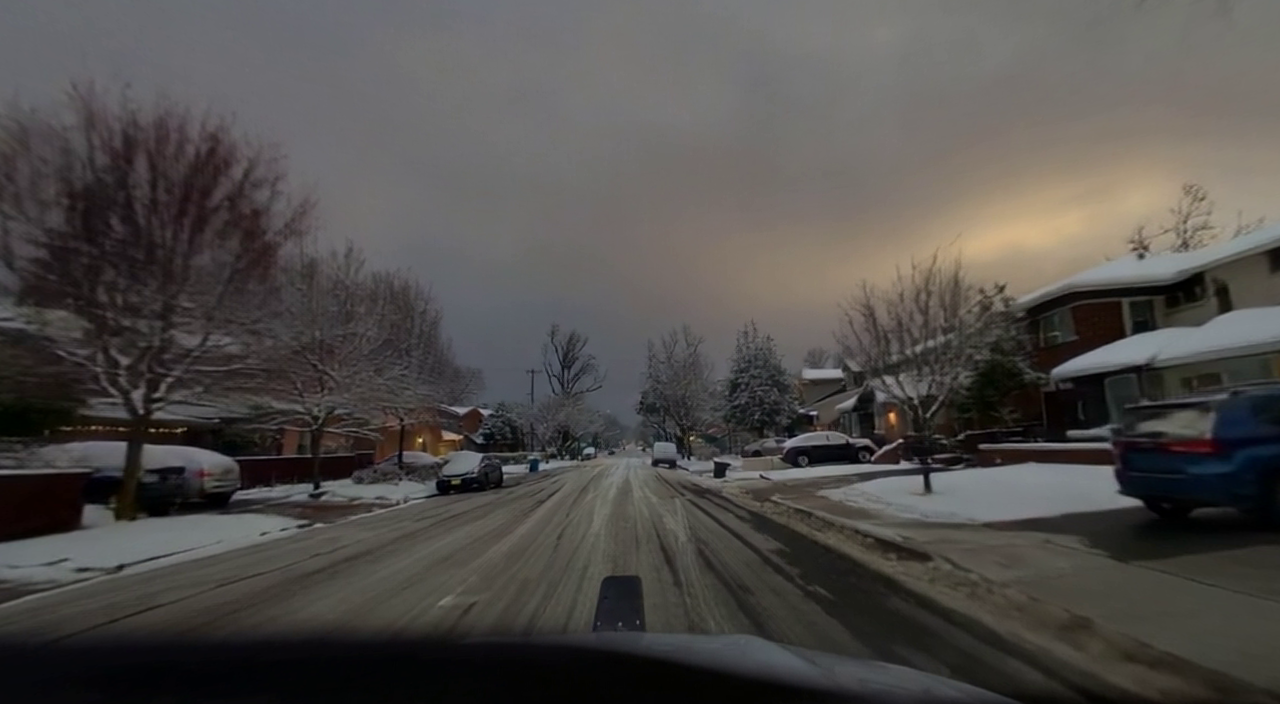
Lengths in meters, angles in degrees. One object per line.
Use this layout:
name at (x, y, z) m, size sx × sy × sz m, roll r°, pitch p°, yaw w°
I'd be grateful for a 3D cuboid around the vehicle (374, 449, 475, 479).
vehicle at (-12.068, 6.301, 35.593) m, size 4.972 × 1.623 × 1.884 m, roll 0°, pitch -9°, yaw 1°

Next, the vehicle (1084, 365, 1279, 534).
vehicle at (8.190, 1.108, 7.404) m, size 4.492 × 1.691 × 1.918 m, roll 0°, pitch -9°, yaw -2°

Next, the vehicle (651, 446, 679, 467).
vehicle at (1.835, 7.827, 47.407) m, size 2.022 × 1.483 × 4.565 m, roll 0°, pitch -9°, yaw 1°

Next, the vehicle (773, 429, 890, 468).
vehicle at (8.534, 4.346, 28.389) m, size 4.599 × 1.652 × 1.903 m, roll 0°, pitch -9°, yaw -3°

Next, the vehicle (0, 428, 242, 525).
vehicle at (-12.295, 2.809, 14.571) m, size 4.753 × 2.028 × 2.079 m, roll 0°, pitch -9°, yaw 0°

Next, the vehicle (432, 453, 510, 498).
vehicle at (-6.209, 4.533, 23.596) m, size 1.878 × 1.496 × 3.535 m, roll 0°, pitch -9°, yaw 0°
